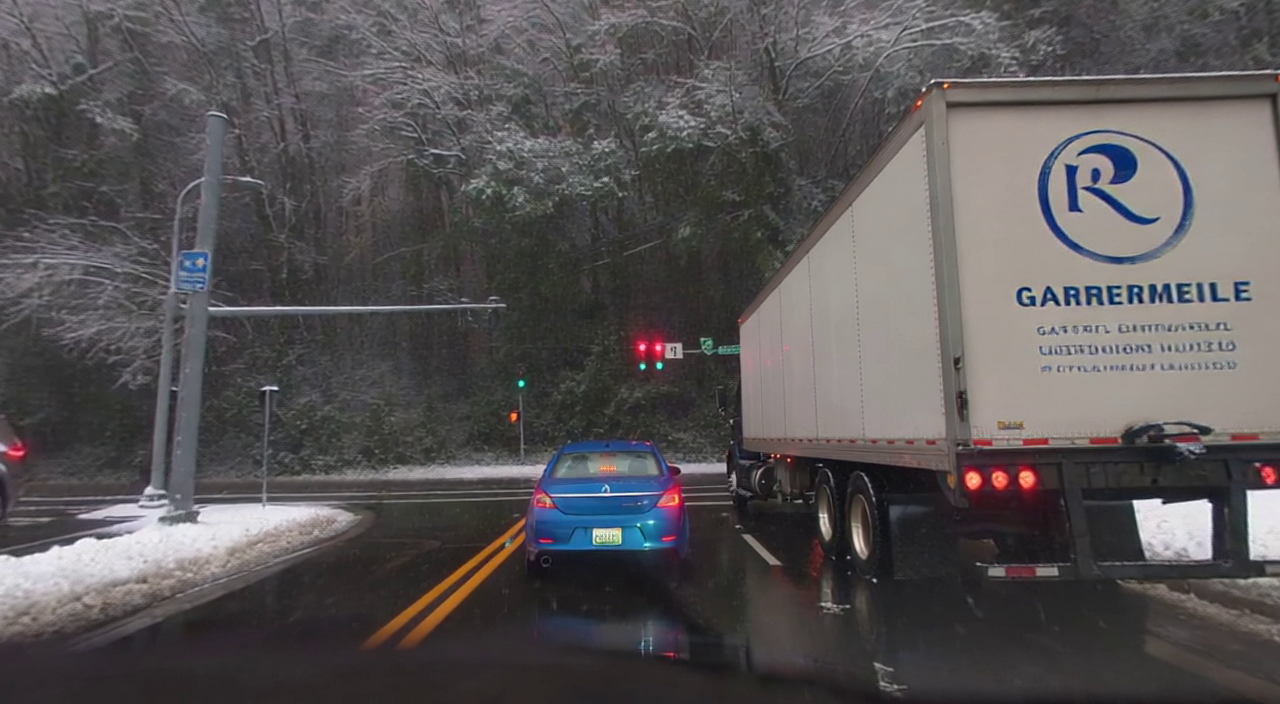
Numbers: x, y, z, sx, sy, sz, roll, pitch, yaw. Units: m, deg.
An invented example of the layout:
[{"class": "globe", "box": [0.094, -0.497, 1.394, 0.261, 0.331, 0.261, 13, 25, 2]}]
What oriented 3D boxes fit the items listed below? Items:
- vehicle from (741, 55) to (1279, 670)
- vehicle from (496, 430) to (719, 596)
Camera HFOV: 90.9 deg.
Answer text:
[{"class": "vehicle", "box": [3.525, 0.677, 8.645, 2.884, 3.753, 9.763, 0, -9, 2]}, {"class": "vehicle", "box": [-0.328, 1.706, 7.428, 1.975, 1.457, 3.526, 0, -9, -1]}]
